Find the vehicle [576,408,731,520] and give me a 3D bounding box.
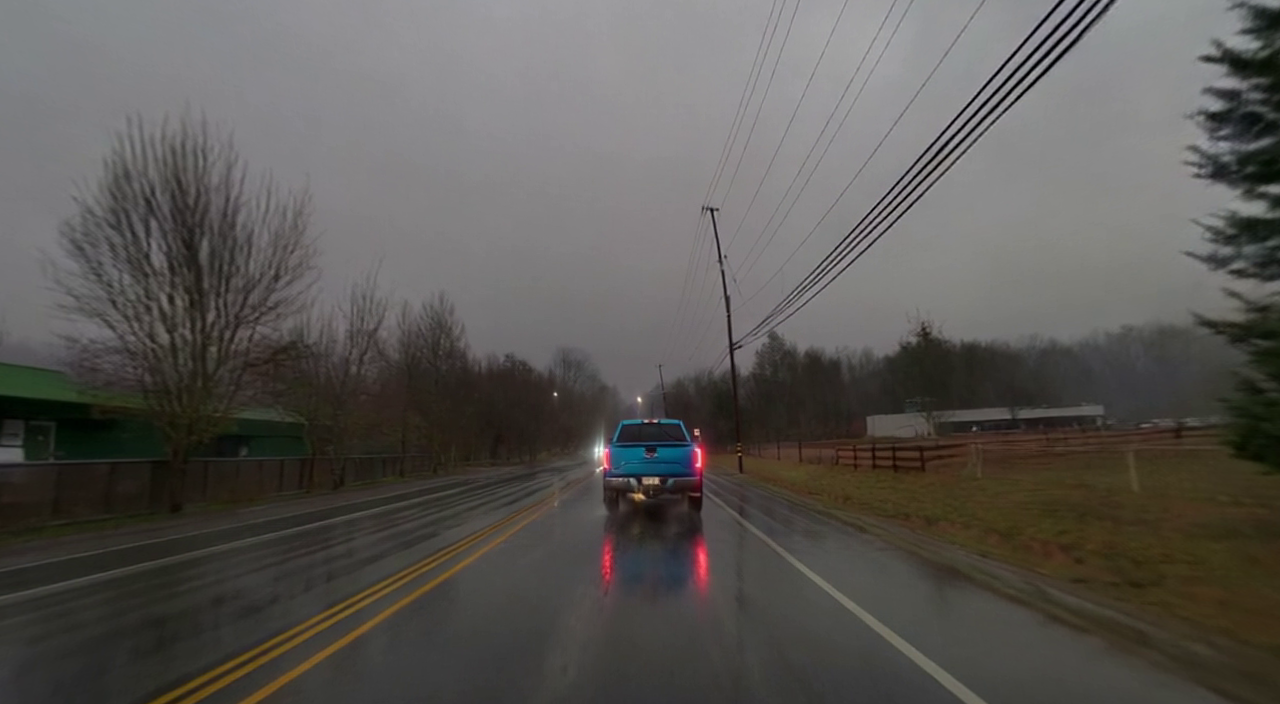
[{"bbox_3d":[0.207,2.429,14.296,2.693,1.941,6.356,0,-8,-1],"label":"vehicle"}]
